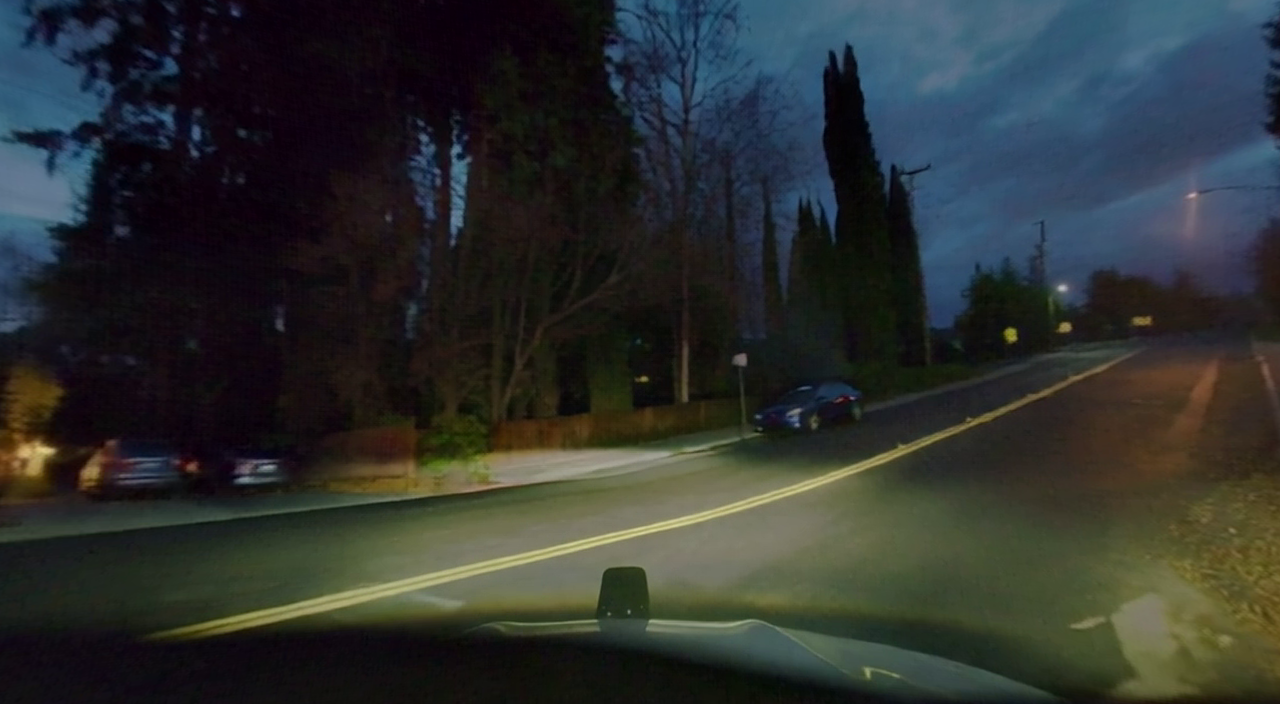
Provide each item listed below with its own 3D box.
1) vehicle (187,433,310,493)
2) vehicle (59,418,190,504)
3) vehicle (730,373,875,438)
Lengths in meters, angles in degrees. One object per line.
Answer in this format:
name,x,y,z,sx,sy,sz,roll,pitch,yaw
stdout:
vehicle,-13.074,3.606,20.894,5.118,1.728,2.216,-8,-12,44
vehicle,-15.597,3.213,18.936,2.413,1.838,4.977,13,-9,-43
vehicle,5.479,1.698,20.751,5.289,1.595,2.032,-1,-6,-45
